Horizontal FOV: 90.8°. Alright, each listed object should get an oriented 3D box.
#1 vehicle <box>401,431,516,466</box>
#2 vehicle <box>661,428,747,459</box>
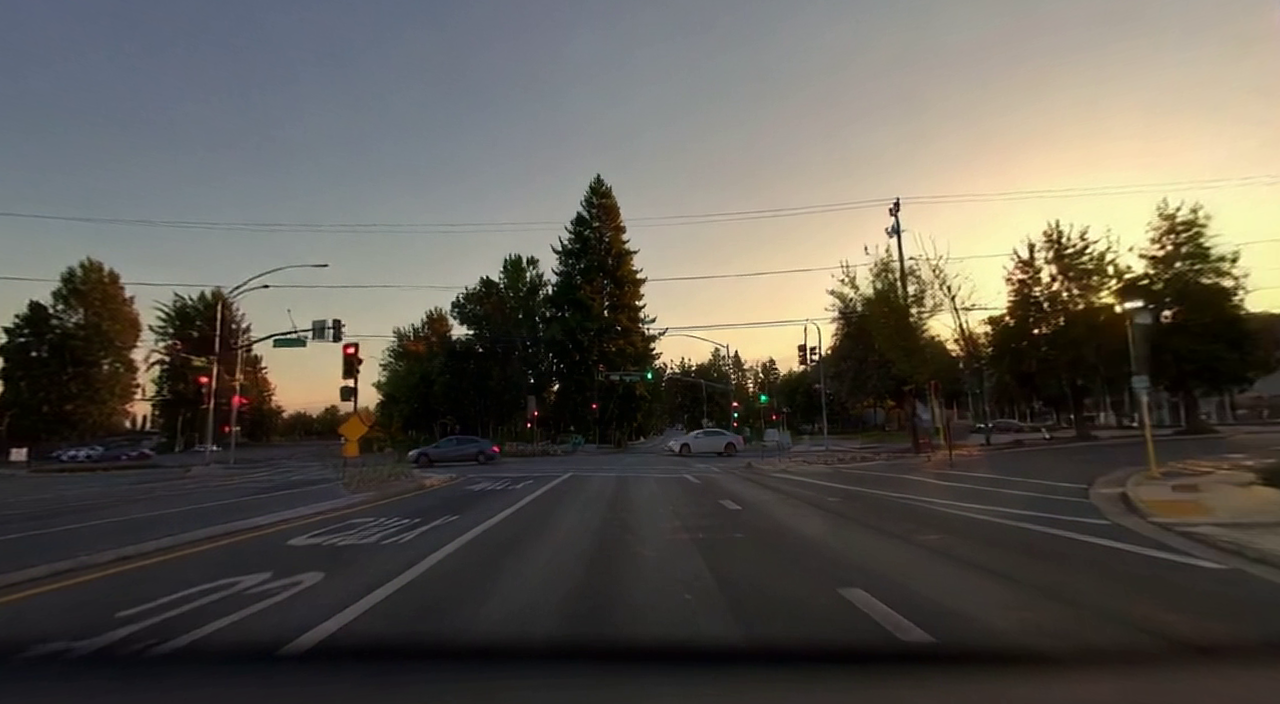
[{"bbox_3d":[-8.399,4.478,29.502,4.709,1.501,1.895,7,-11,-39],"label":"vehicle"},{"bbox_3d":[3.530,5.096,35.312,4.478,1.678,1.870,1,-8,-8],"label":"vehicle"}]
